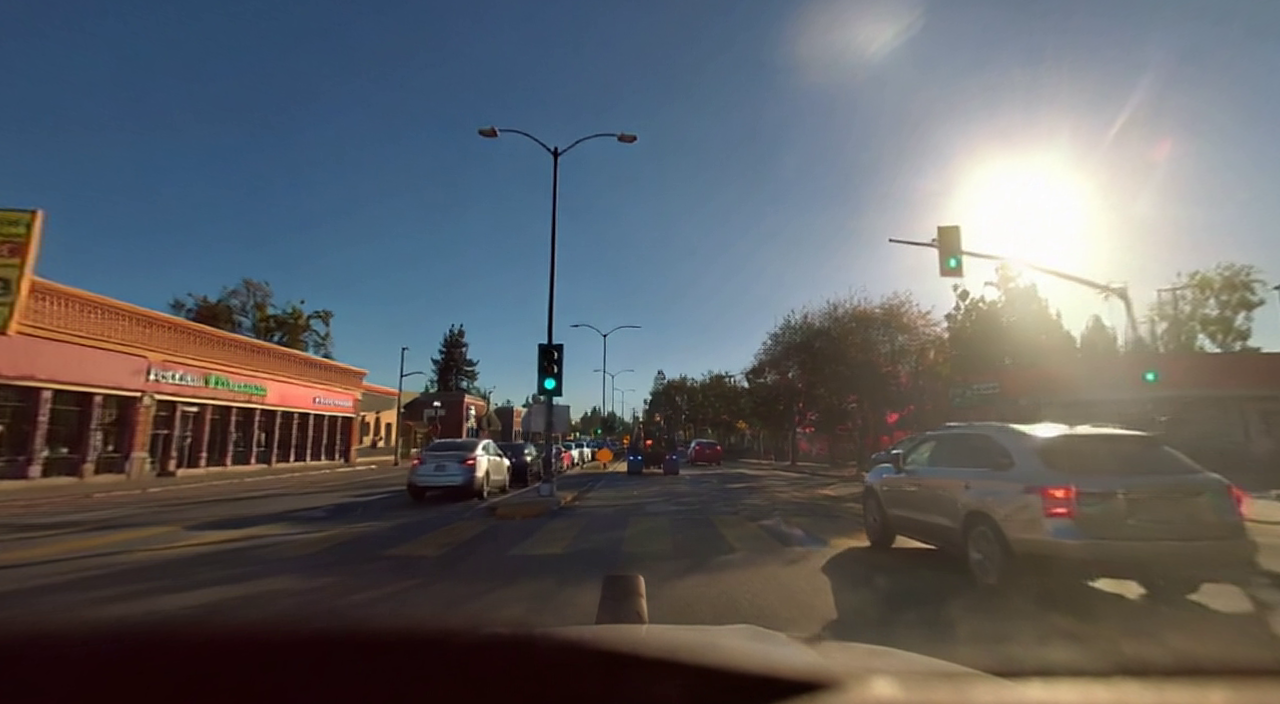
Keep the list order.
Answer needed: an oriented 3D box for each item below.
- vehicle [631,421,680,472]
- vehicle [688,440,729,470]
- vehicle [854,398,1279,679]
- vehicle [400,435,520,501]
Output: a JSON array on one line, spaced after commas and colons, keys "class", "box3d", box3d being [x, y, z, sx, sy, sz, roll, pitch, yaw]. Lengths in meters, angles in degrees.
[{"class": "vehicle", "box3d": [0.750, 5.056, 34.141, 2.370, 2.518, 3.858, -2, -7, -2]}, {"class": "vehicle", "box3d": [4.193, 6.397, 39.472, 2.025, 1.754, 4.311, 0, -8, -1]}, {"class": "vehicle", "box3d": [3.646, 1.369, 5.695, 2.025, 1.618, 3.949, 0, -8, 0]}, {"class": "vehicle", "box3d": [-4.613, 3.019, 16.859, 2.001, 1.518, 4.316, 0, -8, -1]}]
